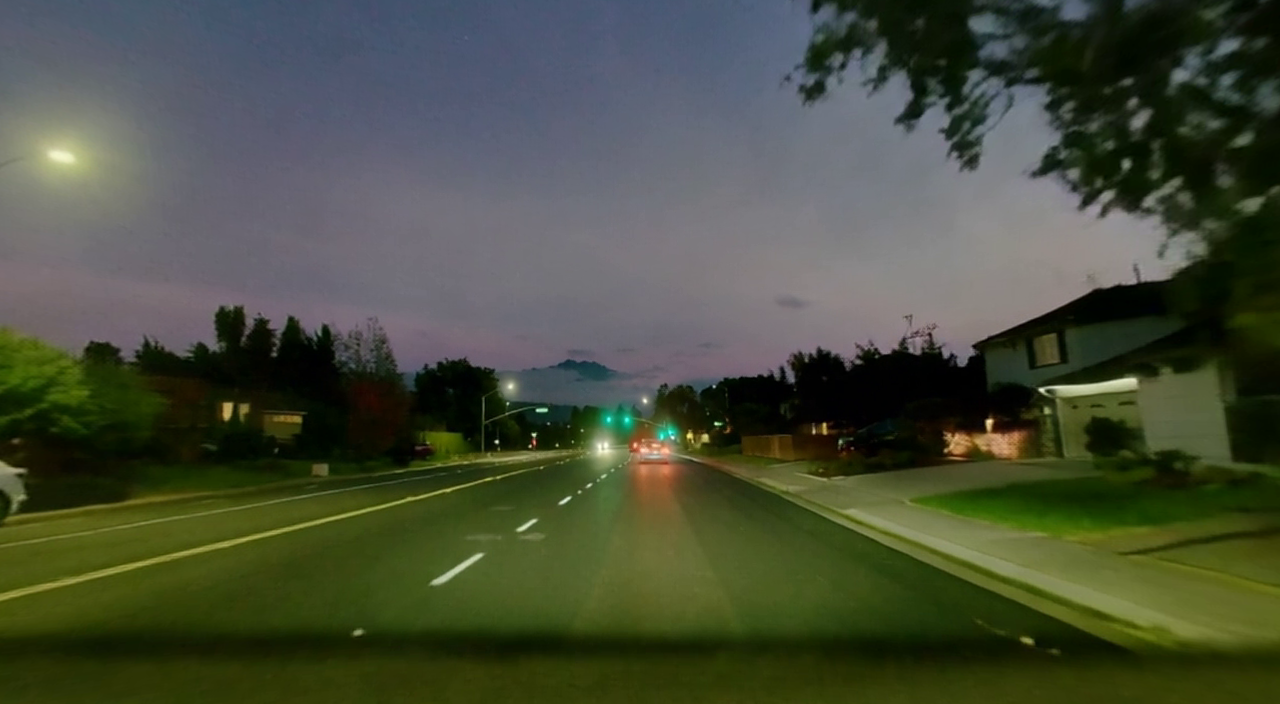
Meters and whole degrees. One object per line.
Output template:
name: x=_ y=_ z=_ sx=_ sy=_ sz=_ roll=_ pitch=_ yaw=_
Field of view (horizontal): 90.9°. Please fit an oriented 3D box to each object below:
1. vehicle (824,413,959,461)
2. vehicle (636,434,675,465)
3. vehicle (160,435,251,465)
vehicle: x=10.442 y=3.572 z=26.435 sx=4.746 sy=1.485 sz=1.916 roll=-5 pitch=-8 yaw=0
vehicle: x=0.865 y=5.464 z=35.359 sx=2.088 sy=1.607 sz=3.903 roll=0 pitch=-8 yaw=2
vehicle: x=-28.182 y=6.328 z=40.848 sx=5.100 sy=1.864 sz=2.490 roll=-4 pitch=-9 yaw=25
